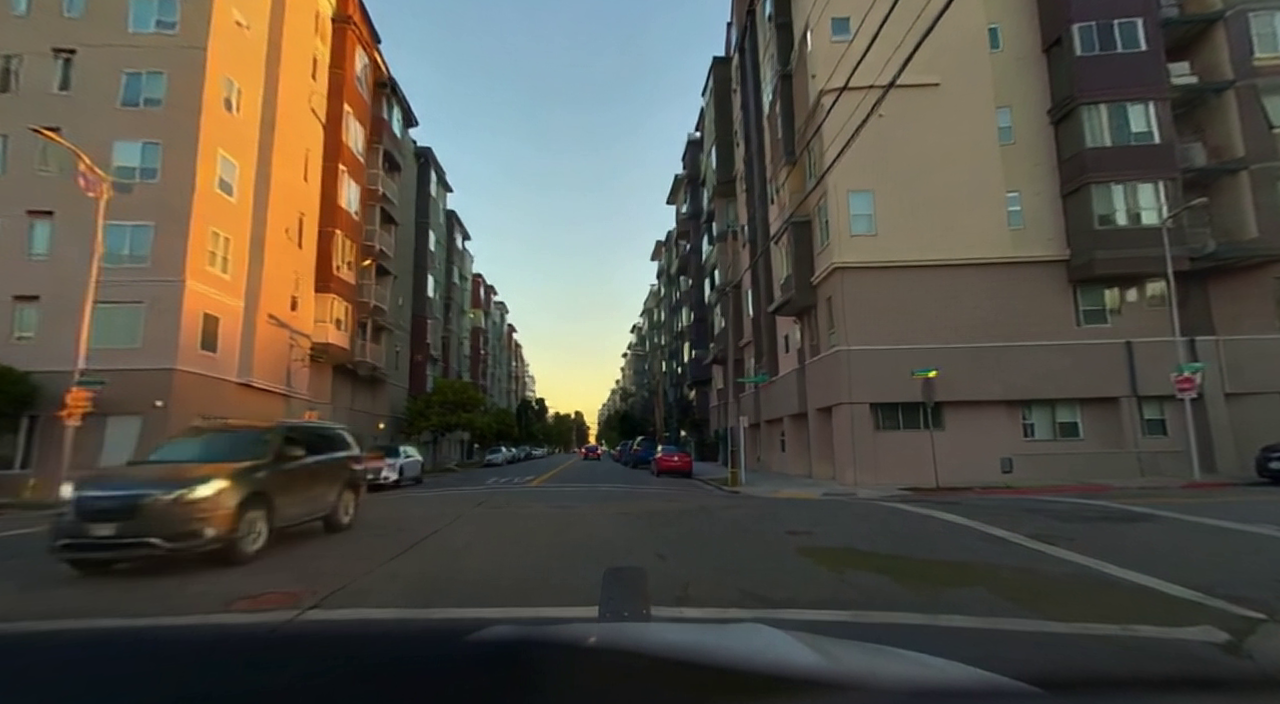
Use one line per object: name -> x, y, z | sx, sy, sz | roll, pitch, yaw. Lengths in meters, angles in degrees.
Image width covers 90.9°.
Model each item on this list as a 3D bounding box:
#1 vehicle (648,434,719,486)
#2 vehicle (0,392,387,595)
vehicle -> 1.572, 4.208, 24.798 | 2.164, 1.721, 4.416 | -3, -9, -3
vehicle -> -5.183, 1.628, 8.130 | 2.201, 1.801, 4.750 | 1, -9, -5
